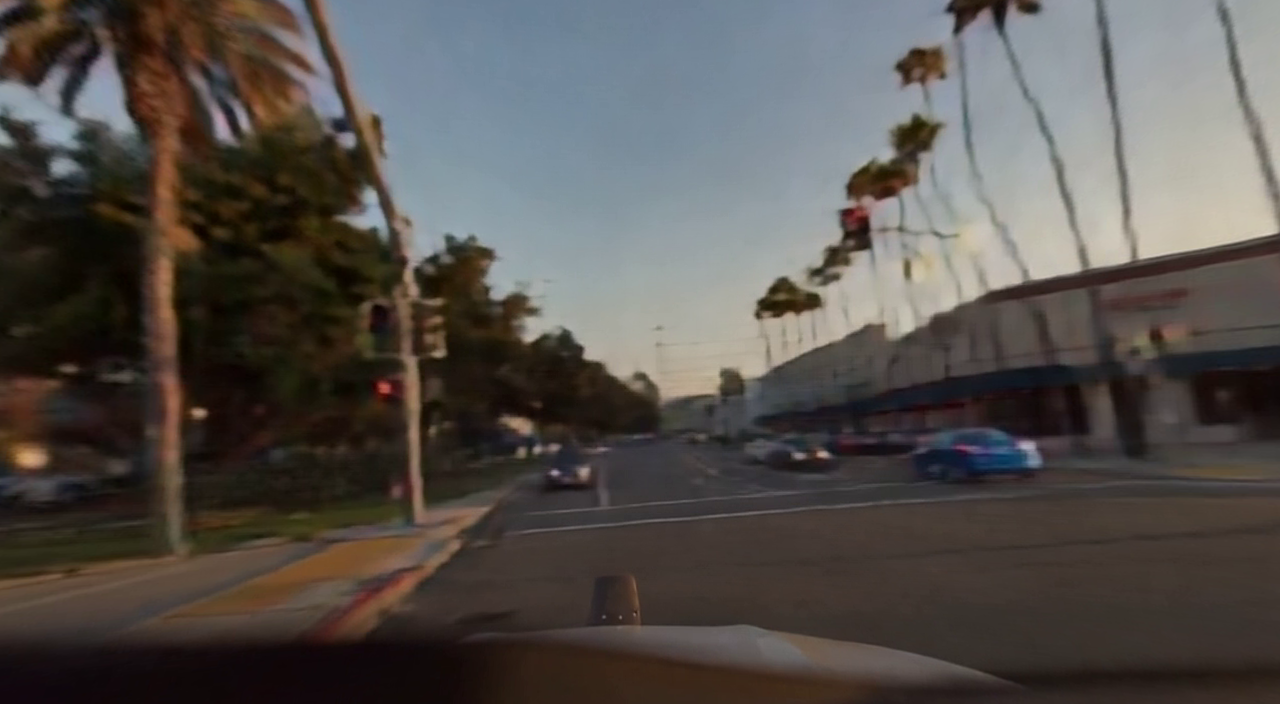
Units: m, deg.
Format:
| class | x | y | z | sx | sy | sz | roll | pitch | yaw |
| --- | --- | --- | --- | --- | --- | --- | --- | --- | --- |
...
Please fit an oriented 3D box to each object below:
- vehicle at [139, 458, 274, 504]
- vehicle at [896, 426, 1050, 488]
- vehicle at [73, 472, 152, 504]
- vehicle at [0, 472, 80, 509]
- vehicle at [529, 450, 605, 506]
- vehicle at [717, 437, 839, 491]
| class | x | y | z | sx | sy | sz | roll | pitch | yaw |
| --- | --- | --- | --- | --- | --- | --- | --- | --- | --- |
| vehicle | -18.038 | 5.343 | 26.433 | 4.286 | 1.569 | 2.068 | 0 | -4 | 6 |
| vehicle | 8.872 | 2.851 | 17.331 | 2.089 | 1.471 | 4.206 | -1 | -9 | 3 |
| vehicle | -29.404 | 7.541 | 35.348 | 1.787 | 1.464 | 3.877 | -1 | -9 | -14 |
| vehicle | -32.640 | 7.338 | 33.742 | 1.992 | 1.533 | 4.178 | 4 | -8 | -10 |
| vehicle | -2.471 | 3.943 | 20.299 | 1.951 | 1.546 | 4.597 | 1 | -9 | -12 |
| vehicle | 4.277 | 3.570 | 20.523 | 2.068 | 1.509 | 4.687 | 1 | -9 | -12 |
